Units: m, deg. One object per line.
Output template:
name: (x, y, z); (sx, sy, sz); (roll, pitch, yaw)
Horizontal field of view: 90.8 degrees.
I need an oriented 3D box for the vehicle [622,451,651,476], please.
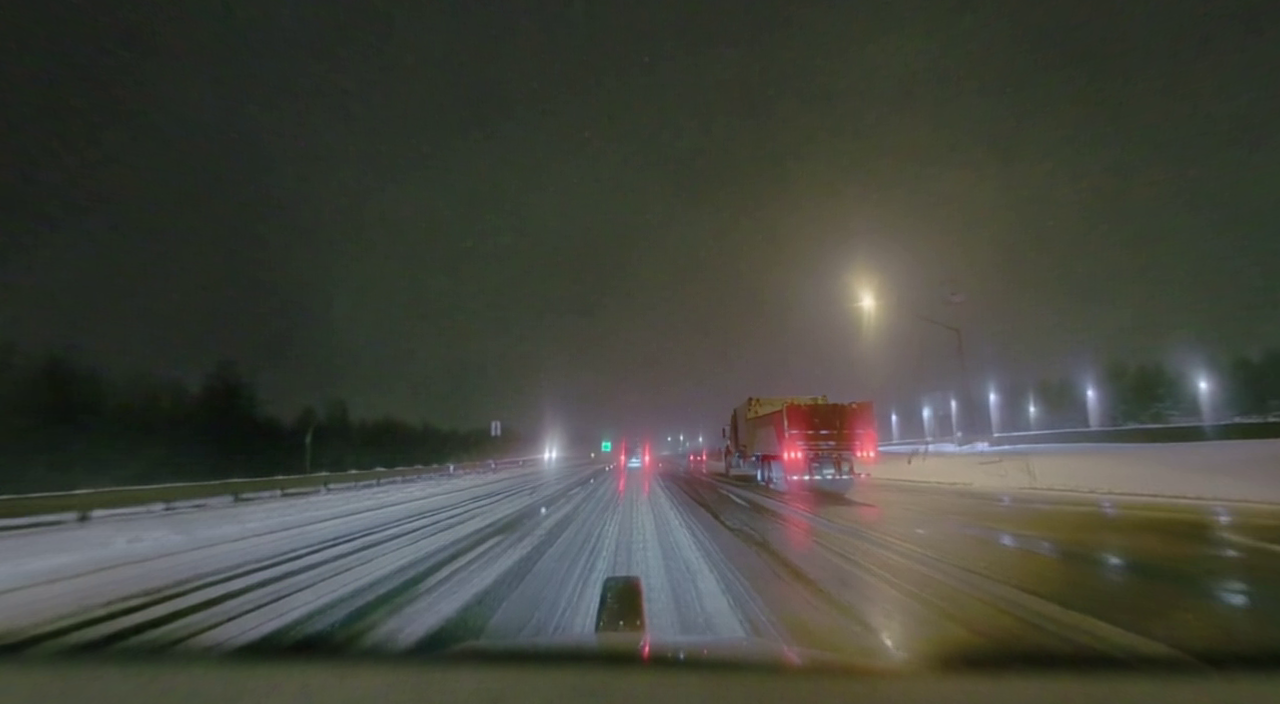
vehicle: (-0.173, 6.842, 38.843); (1.695, 1.437, 3.506); (0, -9, 1)
